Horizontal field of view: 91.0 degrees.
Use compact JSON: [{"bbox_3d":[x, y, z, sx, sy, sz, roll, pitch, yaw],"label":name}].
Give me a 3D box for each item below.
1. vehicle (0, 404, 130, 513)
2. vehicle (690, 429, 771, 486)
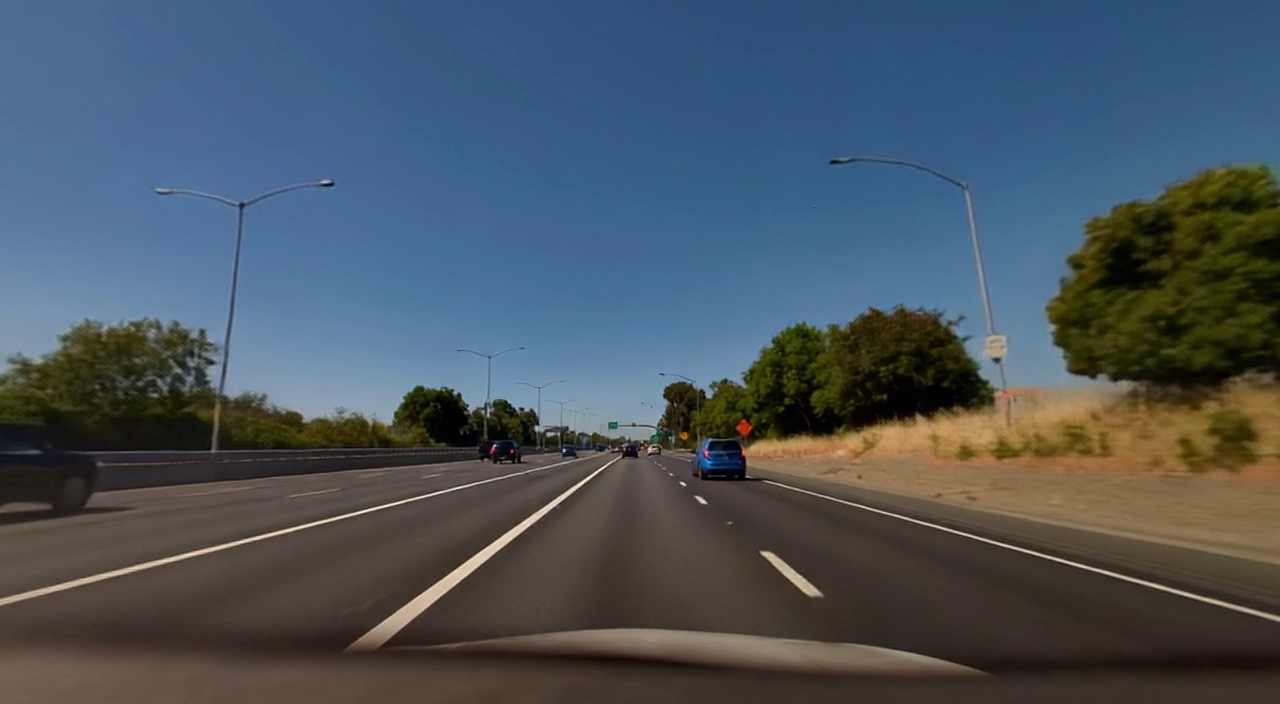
[{"bbox_3d":[-14.772,2.215,13.147,2.736,2.262,6.533,0,-9,0],"label":"vehicle"},{"bbox_3d":[3.265,3.950,23.783,2.184,1.892,4.763,0,-9,-2],"label":"vehicle"}]
